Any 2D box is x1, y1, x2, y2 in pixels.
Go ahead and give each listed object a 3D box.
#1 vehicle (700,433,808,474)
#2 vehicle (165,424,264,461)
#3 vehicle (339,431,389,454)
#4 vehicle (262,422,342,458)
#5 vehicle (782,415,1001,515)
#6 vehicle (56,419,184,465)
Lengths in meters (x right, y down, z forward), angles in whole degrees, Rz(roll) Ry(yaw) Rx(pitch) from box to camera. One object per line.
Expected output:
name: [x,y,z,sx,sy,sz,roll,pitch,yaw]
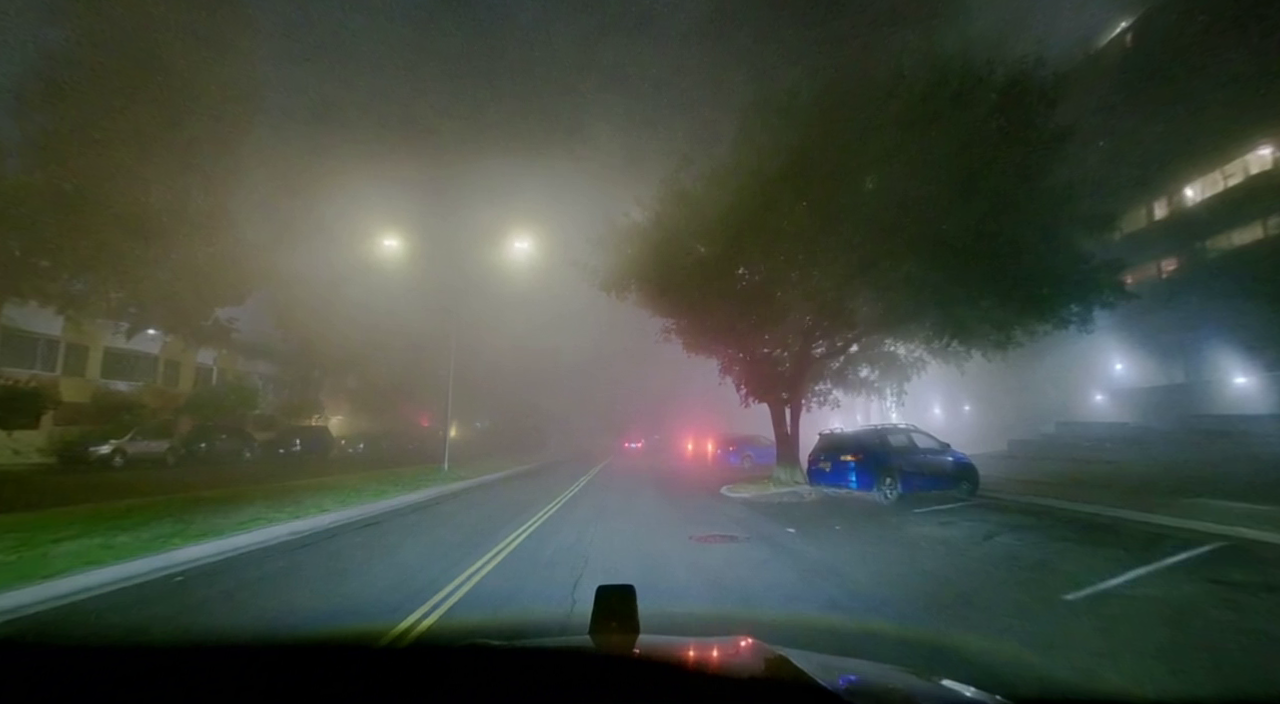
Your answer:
vehicle: [4.560,4.010,25.093,4.047,1.497,1.898,5,-10,-35]
vehicle: [-19.185,4.113,28.601,1.822,1.506,3.809,-1,-8,0]
vehicle: [-19.240,6.345,44.076,1.807,1.501,4.134,0,-8,-4]
vehicle: [-19.201,5.021,36.023,1.972,1.839,4.553,3,-8,0]
vehicle: [4.922,2.111,12.236,3.995,1.604,1.973,5,-10,-34]
vehicle: [-19.131,3.346,23.355,1.729,1.566,3.462,-1,-8,1]
